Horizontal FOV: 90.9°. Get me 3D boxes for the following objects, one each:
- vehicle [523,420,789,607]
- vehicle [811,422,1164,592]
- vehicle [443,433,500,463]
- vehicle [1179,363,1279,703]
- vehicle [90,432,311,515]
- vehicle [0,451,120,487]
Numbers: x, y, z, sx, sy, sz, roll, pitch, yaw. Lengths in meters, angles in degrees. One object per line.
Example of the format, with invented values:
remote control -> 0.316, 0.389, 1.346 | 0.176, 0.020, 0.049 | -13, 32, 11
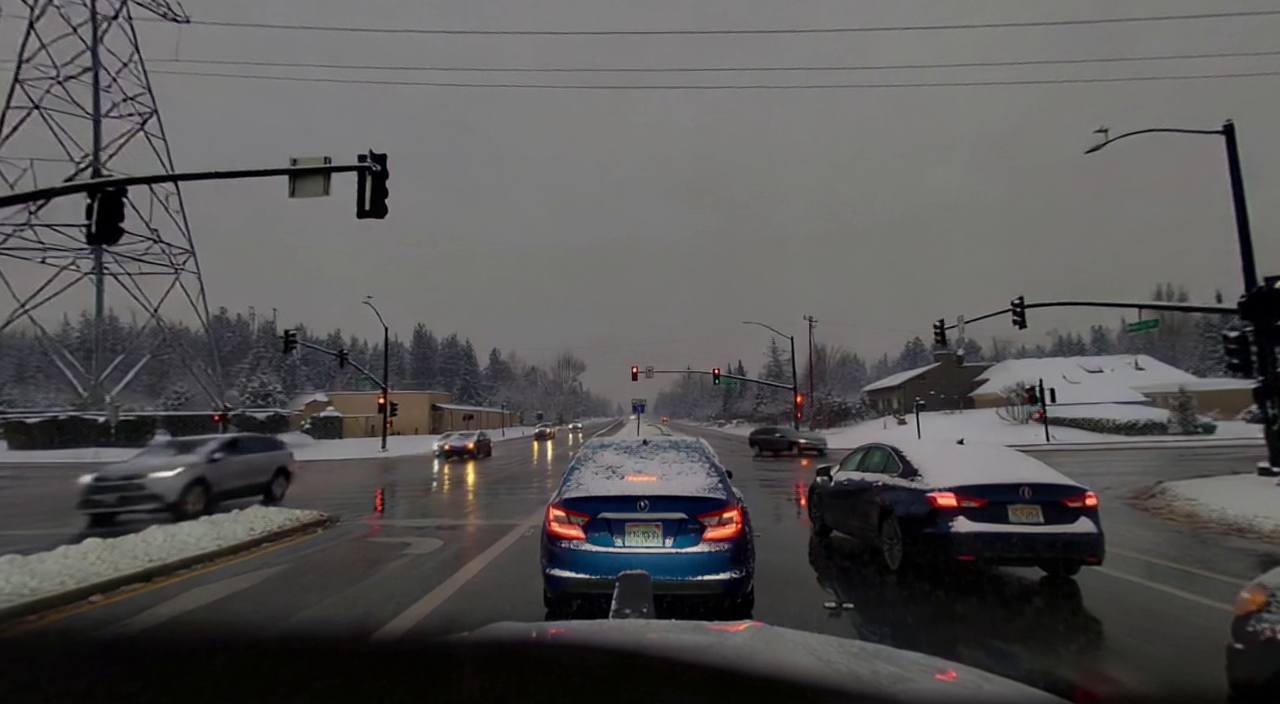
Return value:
vehicle -> 0.115, 1.595, 7.127 | 2.117, 1.474, 4.036 | 0, -8, 0
vehicle -> 3.656, 1.682, 7.720 | 1.835, 1.473, 4.190 | 0, -8, -2
vehicle -> -9.306, 5.358, 35.168 | 1.910, 1.537, 4.123 | -1, -8, 3
vehicle -> 3.409, 0.587, 0.625 | 1.926, 1.614, 4.330 | 0, -8, 1
vehicle -> -9.782, 2.714, 14.582 | 1.910, 1.597, 4.334 | 0, -8, 1
vehicle -> -25.908, 5.113, 27.765 | 4.263, 1.464, 1.895 | 0, -8, -1
